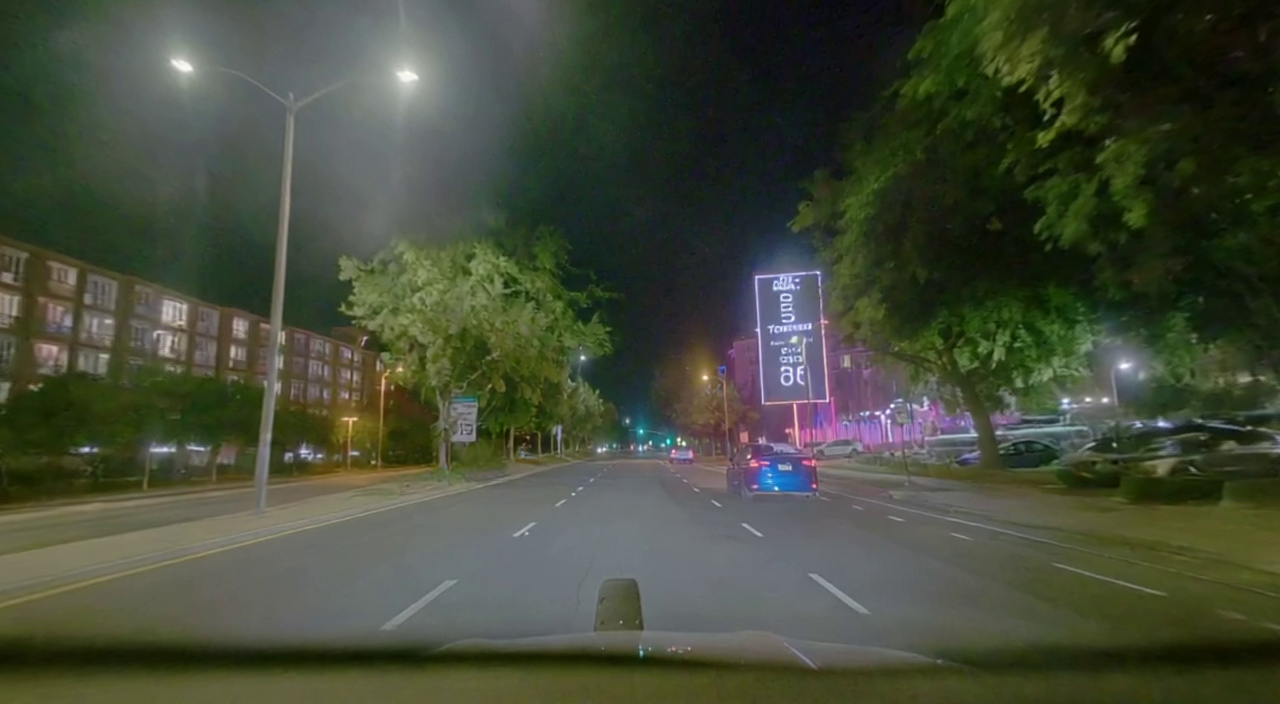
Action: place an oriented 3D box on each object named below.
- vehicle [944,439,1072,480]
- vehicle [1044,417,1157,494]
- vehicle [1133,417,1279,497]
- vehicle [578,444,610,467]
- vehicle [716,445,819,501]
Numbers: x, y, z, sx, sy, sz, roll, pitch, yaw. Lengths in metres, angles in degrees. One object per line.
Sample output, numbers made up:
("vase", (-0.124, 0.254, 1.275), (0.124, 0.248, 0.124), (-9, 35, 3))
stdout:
("vehicle", (15.398, 4.502, 26.618), (4.112, 1.642, 2.055), (0, -8, -2))
("vehicle", (14.959, 3.371, 20.898), (2.359, 2.154, 5.815), (-5, -10, 31))
("vehicle", (17.619, 3.268, 20.002), (2.352, 2.140, 5.254), (-5, -10, 30))
("vehicle", (-3.550, 8.109, 49.605), (2.184, 1.698, 4.324), (0, -8, 0))
("vehicle", (3.711, 3.585, 19.281), (2.033, 1.482, 4.571), (0, -8, -2))
